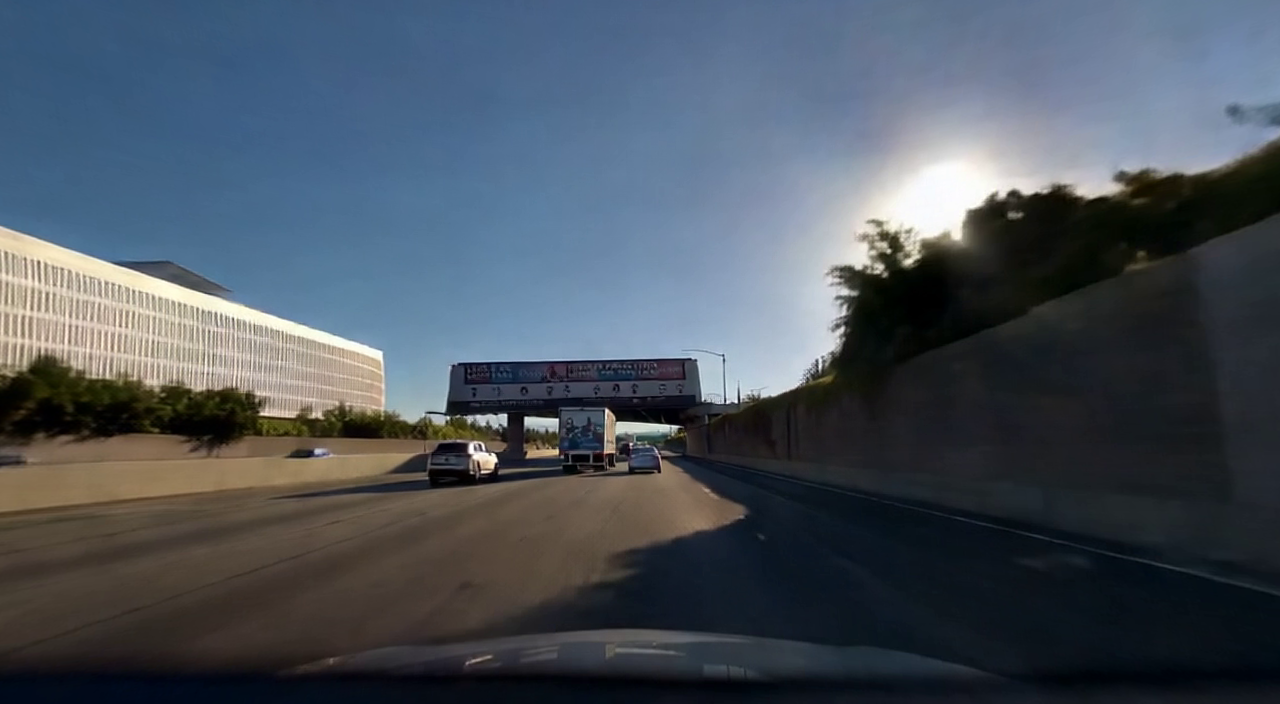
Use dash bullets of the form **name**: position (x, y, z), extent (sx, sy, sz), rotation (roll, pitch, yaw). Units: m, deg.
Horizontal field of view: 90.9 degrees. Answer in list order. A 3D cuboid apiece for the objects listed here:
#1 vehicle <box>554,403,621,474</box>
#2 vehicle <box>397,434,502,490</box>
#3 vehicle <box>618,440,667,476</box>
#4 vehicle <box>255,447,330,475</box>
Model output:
- **vehicle**: position (-2.739, 4.948, 35.627), extent (2.794, 3.460, 8.595), rotation (0, -9, 2)
- **vehicle**: position (-6.372, 3.740, 21.721), extent (2.124, 1.674, 4.541), rotation (0, -9, 1)
- **vehicle**: position (0.147, 5.039, 30.196), extent (2.168, 1.597, 3.615), rotation (0, -9, 1)
- **vehicle**: position (-18.956, 5.955, 34.560), extent (1.874, 1.427, 3.839), rotation (0, -9, 1)
